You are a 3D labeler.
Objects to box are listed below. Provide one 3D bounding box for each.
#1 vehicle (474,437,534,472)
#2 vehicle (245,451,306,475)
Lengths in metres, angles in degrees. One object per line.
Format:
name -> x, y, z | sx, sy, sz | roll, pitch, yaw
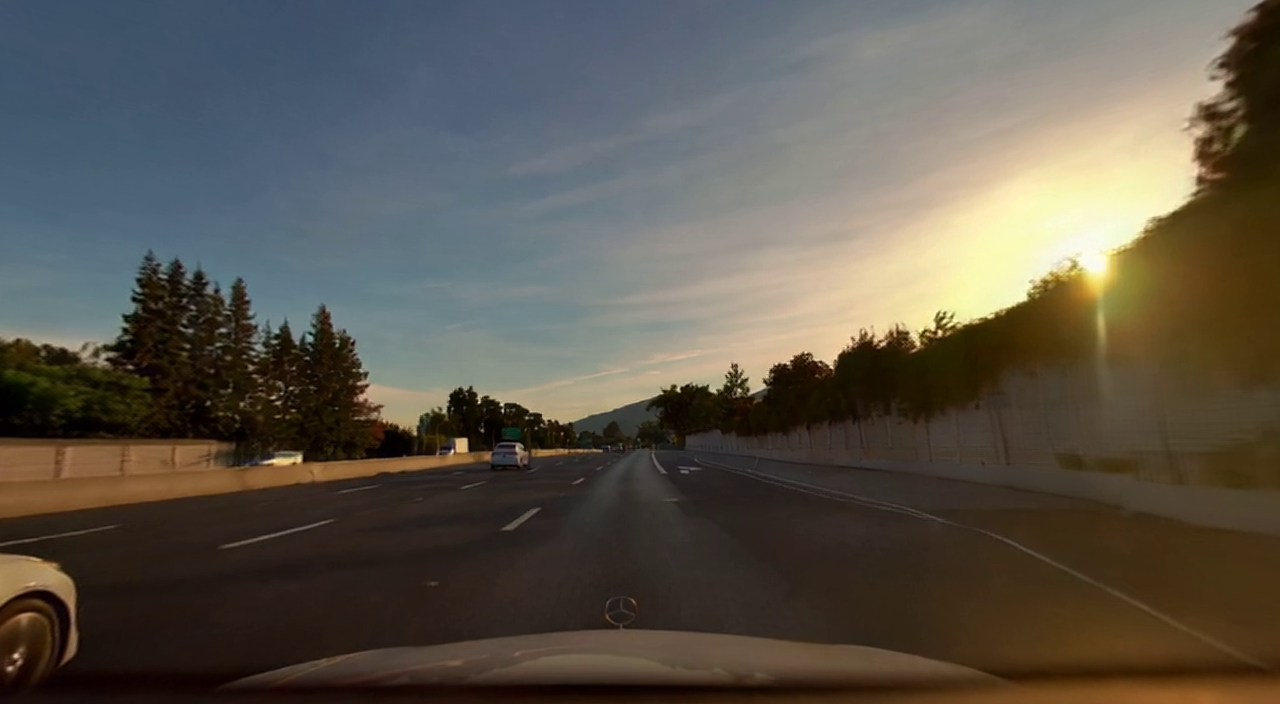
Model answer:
vehicle -> -7.294, 5.545, 34.377 | 2.115, 1.711, 4.722 | -1, -9, 1
vehicle -> -27.715, 8.441, 48.212 | 1.958, 1.712, 4.643 | 0, -9, -2
